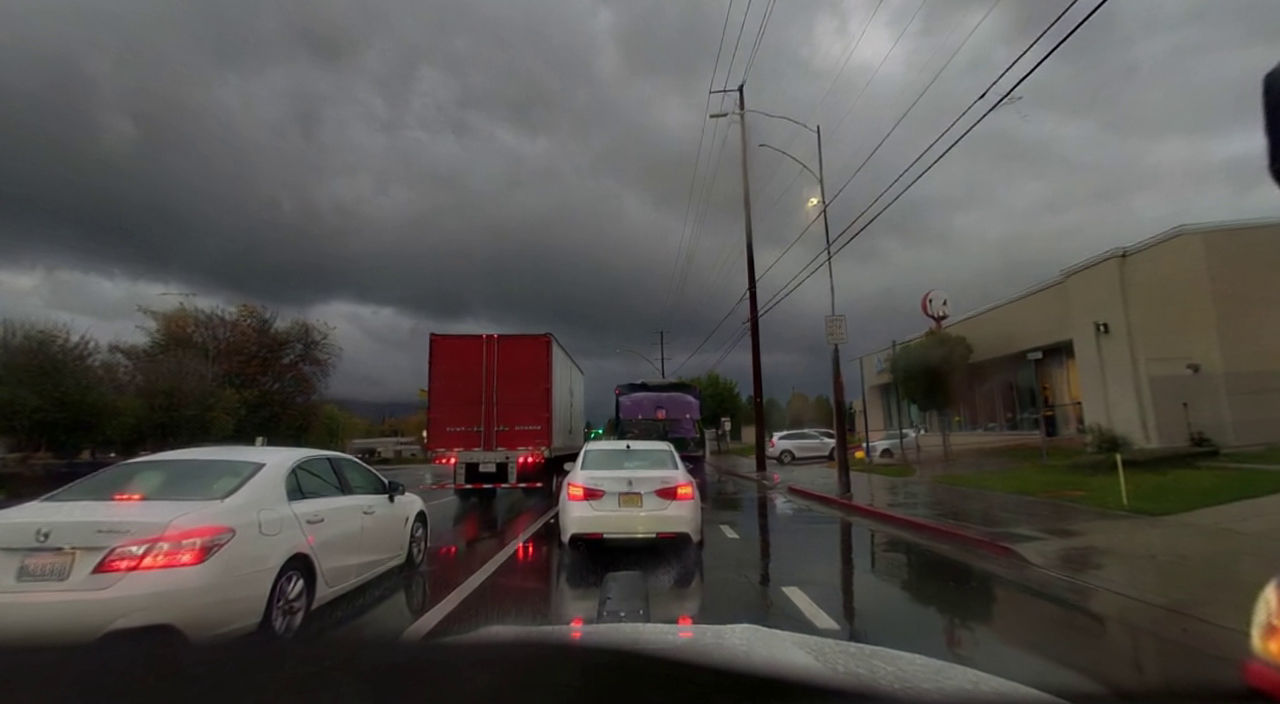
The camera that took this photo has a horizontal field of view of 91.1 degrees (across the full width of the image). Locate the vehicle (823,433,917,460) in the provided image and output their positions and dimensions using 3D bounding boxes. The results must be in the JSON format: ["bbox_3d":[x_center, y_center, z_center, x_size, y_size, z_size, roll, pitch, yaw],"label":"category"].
[{"bbox_3d":[12.919,5.339,35.501,4.574,1.478,1.880,0,-8,2],"label":"vehicle"}]

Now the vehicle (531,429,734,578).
[{"bbox_3d":[-0.116,1.854,8.541,2.067,1.506,4.118,0,-8,-1],"label":"vehicle"}]

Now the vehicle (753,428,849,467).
[{"bbox_3d":[8.171,4.910,32.408,2.061,1.845,4.829,4,-9,-27],"label":"vehicle"}]

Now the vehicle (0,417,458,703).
[{"bbox_3d":[-3.084,1.352,4.987,1.969,1.471,4.378,0,-8,0],"label":"vehicle"}]

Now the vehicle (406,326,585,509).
[{"bbox_3d":[-3.279,1.843,16.626,3.020,3.800,7.105,0,-8,0],"label":"vehicle"}]
